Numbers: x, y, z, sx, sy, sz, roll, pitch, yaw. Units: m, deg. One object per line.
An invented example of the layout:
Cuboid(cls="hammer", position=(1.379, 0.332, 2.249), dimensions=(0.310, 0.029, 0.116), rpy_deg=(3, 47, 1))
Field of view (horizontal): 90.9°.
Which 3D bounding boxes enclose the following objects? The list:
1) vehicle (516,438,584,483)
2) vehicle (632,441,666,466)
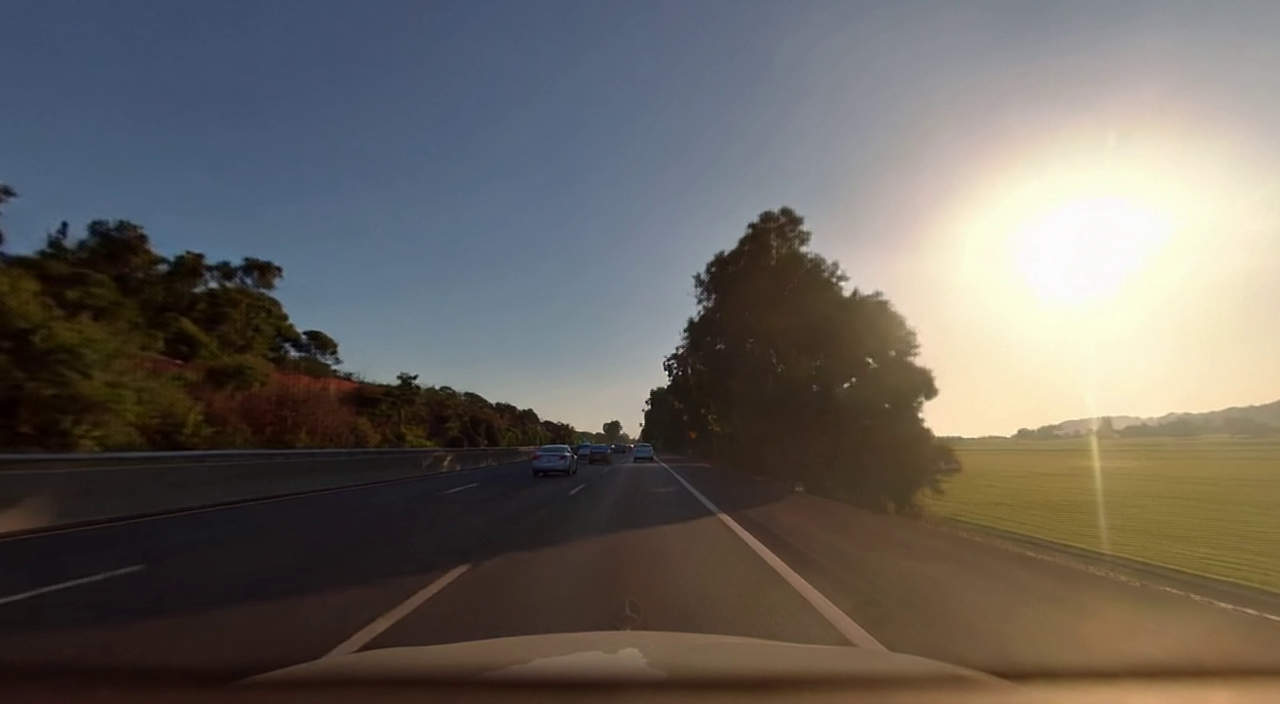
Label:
Cuboid(cls="vehicle", position=(-3.594, 4.424, 26.020), dimensions=(2.028, 1.634, 4.441), rpy_deg=(-1, -8, 2))
Cuboid(cls="vehicle", position=(0.633, 7.100, 44.285), dimensions=(2.259, 1.697, 4.106), rpy_deg=(0, -8, 1))
